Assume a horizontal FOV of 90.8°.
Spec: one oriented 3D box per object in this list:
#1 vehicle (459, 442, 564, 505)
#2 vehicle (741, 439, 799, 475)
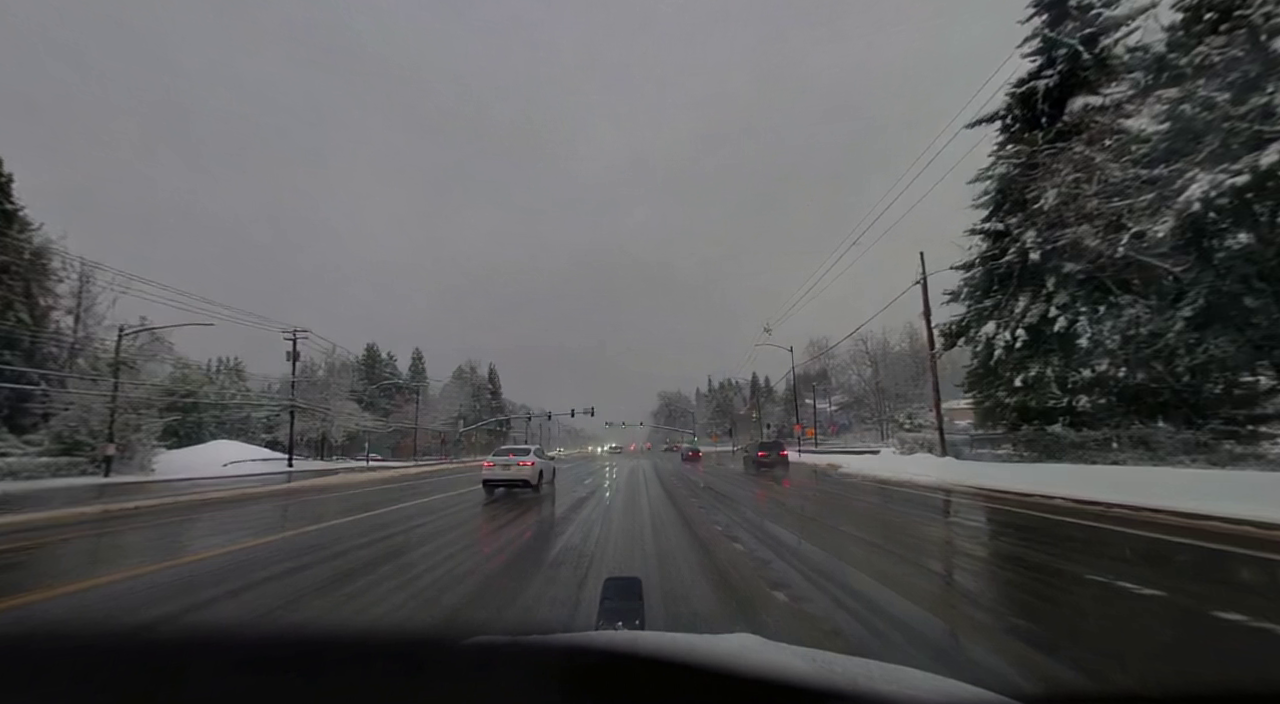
[{"bbox_3d":[-3.236,3.147,16.869,1.837,1.463,4.311,0,-8,1],"label":"vehicle"},{"bbox_3d":[6.590,5.360,32.465,1.945,1.706,4.190,0,-8,-1],"label":"vehicle"}]
